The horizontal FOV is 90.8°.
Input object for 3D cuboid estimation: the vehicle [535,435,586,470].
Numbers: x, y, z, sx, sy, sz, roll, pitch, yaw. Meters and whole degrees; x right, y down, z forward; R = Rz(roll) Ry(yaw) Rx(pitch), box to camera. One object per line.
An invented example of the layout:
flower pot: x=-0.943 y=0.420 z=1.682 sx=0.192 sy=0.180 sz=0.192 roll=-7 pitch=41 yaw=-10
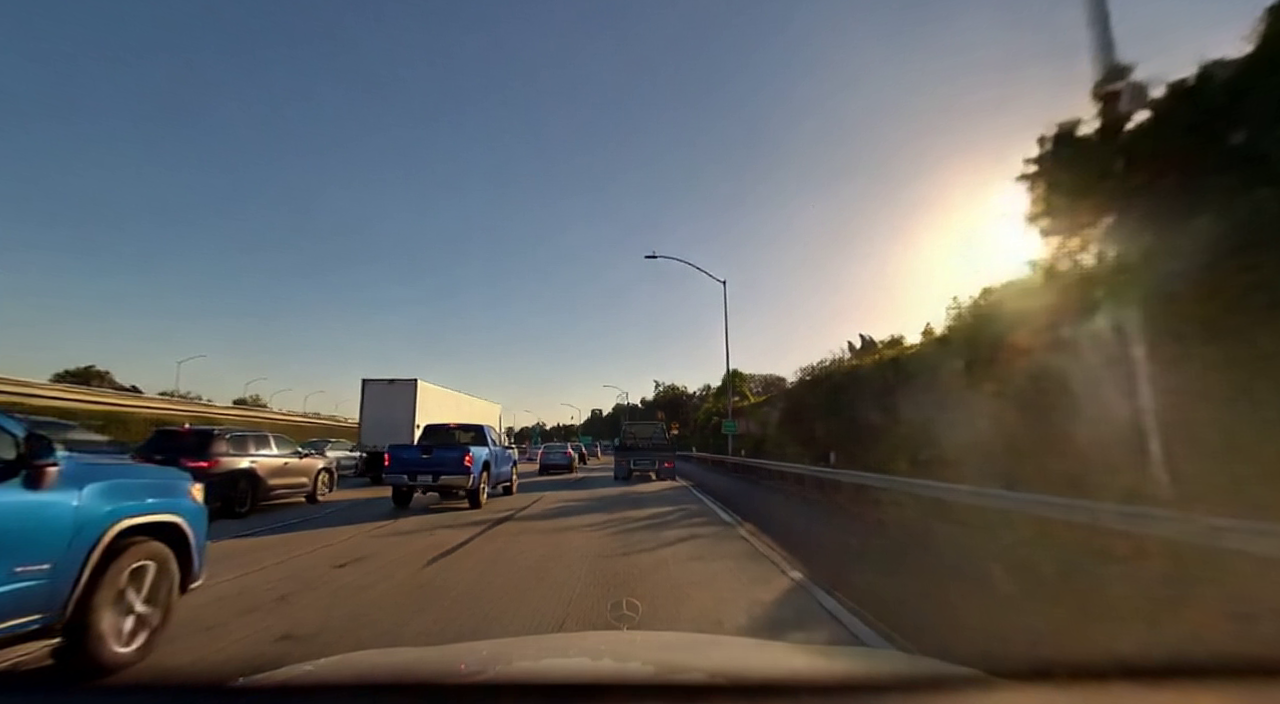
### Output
vehicle: x=-4.594 y=5.897 z=37.325 sx=2.329 sy=1.859 sz=4.823 roll=-1 pitch=-8 yaw=1

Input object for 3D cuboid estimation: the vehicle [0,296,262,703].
vehicle: x=-3.553 y=0.581 z=1.351 sx=2.303 sy=1.835 sz=5.044 roll=-1 pitch=-8 yaw=1

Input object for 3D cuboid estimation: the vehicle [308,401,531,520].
vehicle: x=-4.181 y=2.224 z=13.455 sx=2.575 sy=1.958 sz=5.730 roll=-1 pitch=-8 yaw=1

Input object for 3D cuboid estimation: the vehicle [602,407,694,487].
vehicle: x=0.127 y=3.540 z=23.804 sx=2.886 sy=2.471 sz=7.692 roll=0 pitch=-8 yaw=-2
